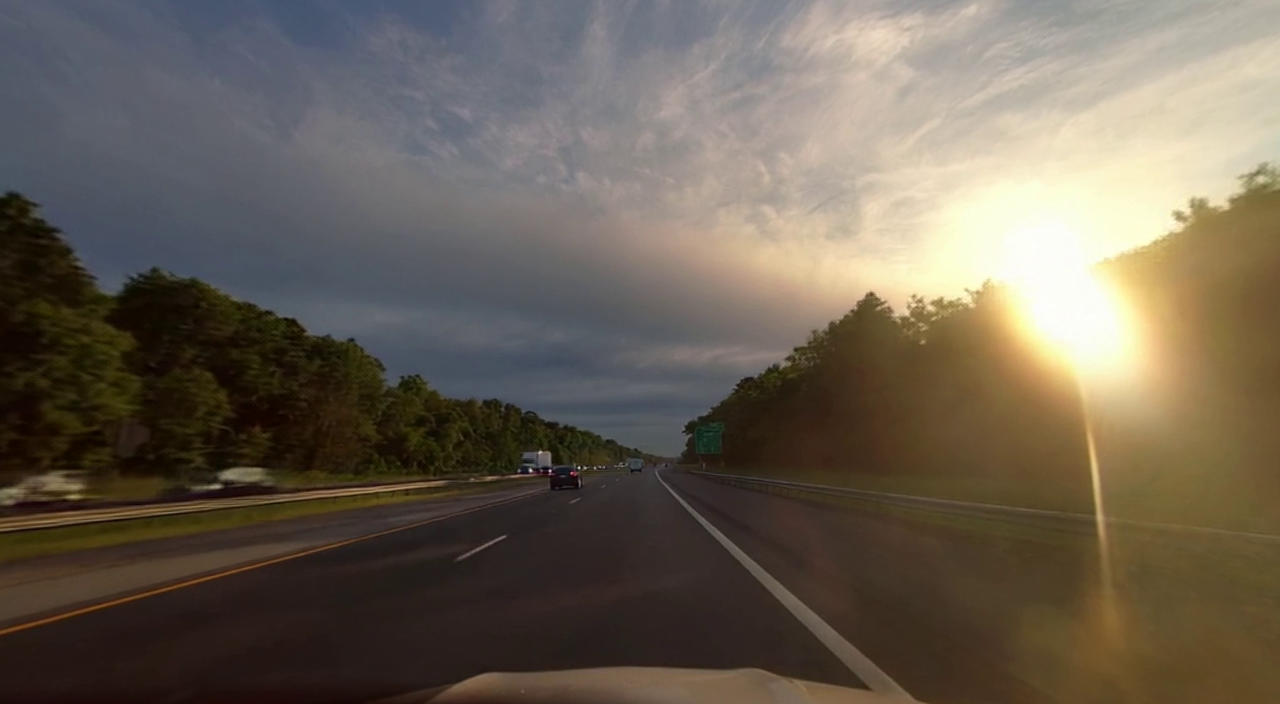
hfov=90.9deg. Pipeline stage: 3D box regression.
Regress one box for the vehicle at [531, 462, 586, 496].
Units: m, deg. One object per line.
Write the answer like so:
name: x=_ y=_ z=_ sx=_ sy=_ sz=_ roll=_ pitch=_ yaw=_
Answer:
vehicle: x=-3.823 y=6.069 z=30.338 sx=2.043 sy=1.486 sz=4.442 roll=0 pitch=-10 yaw=0

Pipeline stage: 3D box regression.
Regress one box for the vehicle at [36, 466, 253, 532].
vehicle: x=-12.614 y=3.748 z=16.550 sx=2.065 sy=1.438 sz=4.481 roll=1 pitch=-10 yaw=-1
